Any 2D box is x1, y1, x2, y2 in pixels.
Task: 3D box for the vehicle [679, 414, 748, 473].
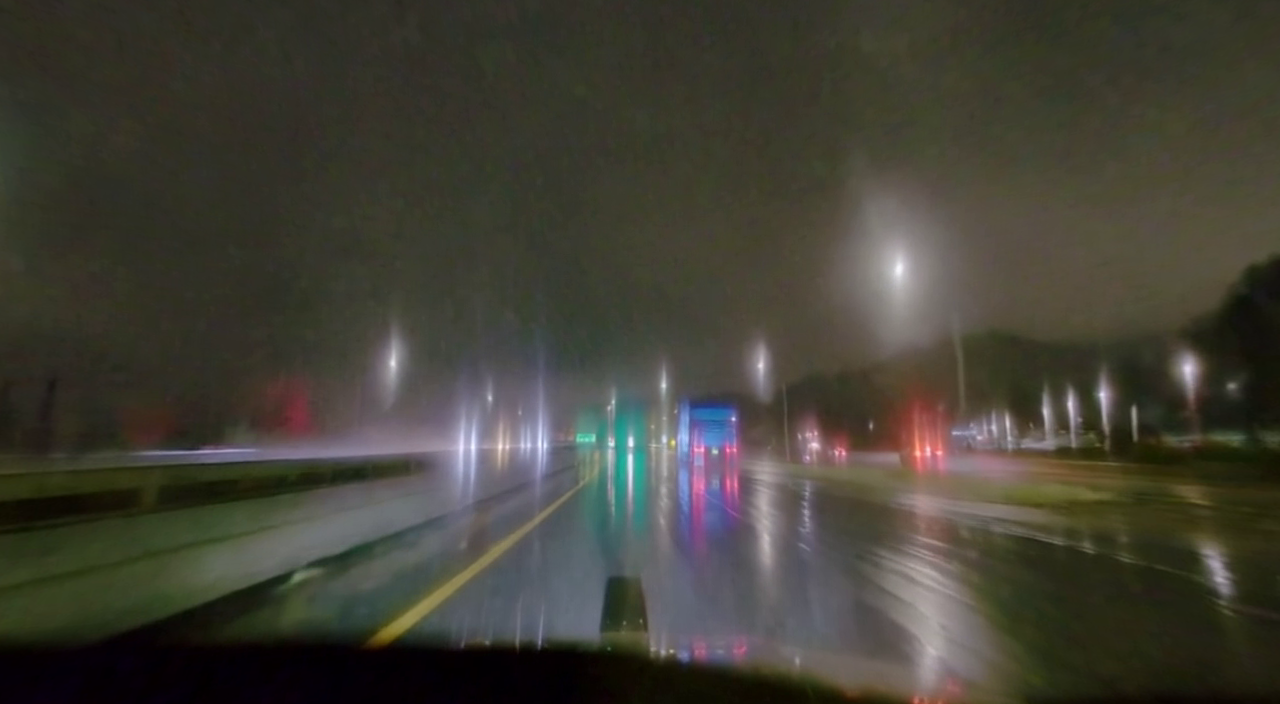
[{"bbox_3d":[3.359,4.374,30.200,2.430,2.495,6.062,0,-8,-1],"label":"vehicle"}]
